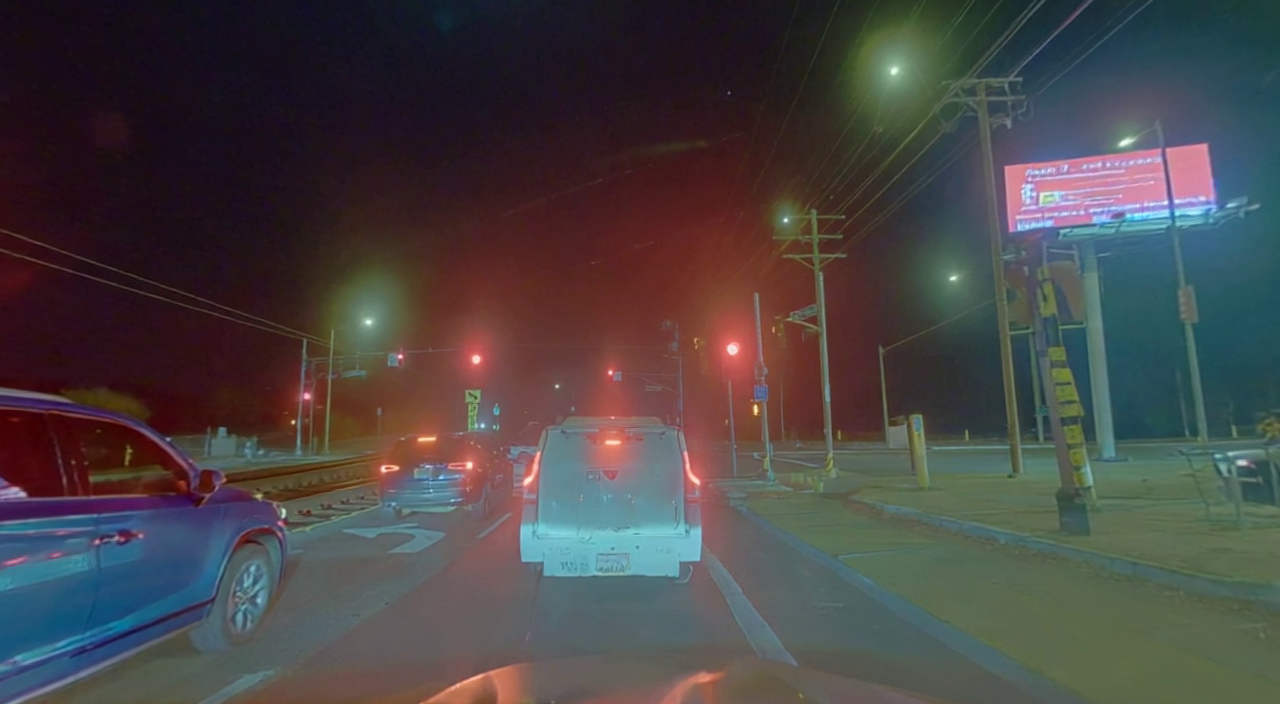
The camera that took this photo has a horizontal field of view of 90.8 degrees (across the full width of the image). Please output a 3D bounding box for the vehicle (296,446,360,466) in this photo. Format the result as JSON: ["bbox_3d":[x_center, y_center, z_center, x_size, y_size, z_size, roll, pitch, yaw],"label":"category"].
[{"bbox_3d":[-24.205,8.069,49.087,4.357,1.444,1.842,-3,-9,19],"label":"vehicle"}]

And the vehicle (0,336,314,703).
[{"bbox_3d":[-3.927,0.864,2.981,2.052,1.814,5.184,0,-9,-1],"label":"vehicle"}]

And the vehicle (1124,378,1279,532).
[{"bbox_3d":[9.609,1.317,8.190,5.060,1.702,2.033,1,-9,-4],"label":"vehicle"}]

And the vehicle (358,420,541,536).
[{"bbox_3d":[-3.147,2.184,11.508,1.988,1.678,4.317,0,-9,0],"label":"vehicle"}]

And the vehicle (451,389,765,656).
[{"bbox_3d":[-0.210,1.376,5.997,2.025,1.723,3.644,0,-9,0],"label":"vehicle"}]
